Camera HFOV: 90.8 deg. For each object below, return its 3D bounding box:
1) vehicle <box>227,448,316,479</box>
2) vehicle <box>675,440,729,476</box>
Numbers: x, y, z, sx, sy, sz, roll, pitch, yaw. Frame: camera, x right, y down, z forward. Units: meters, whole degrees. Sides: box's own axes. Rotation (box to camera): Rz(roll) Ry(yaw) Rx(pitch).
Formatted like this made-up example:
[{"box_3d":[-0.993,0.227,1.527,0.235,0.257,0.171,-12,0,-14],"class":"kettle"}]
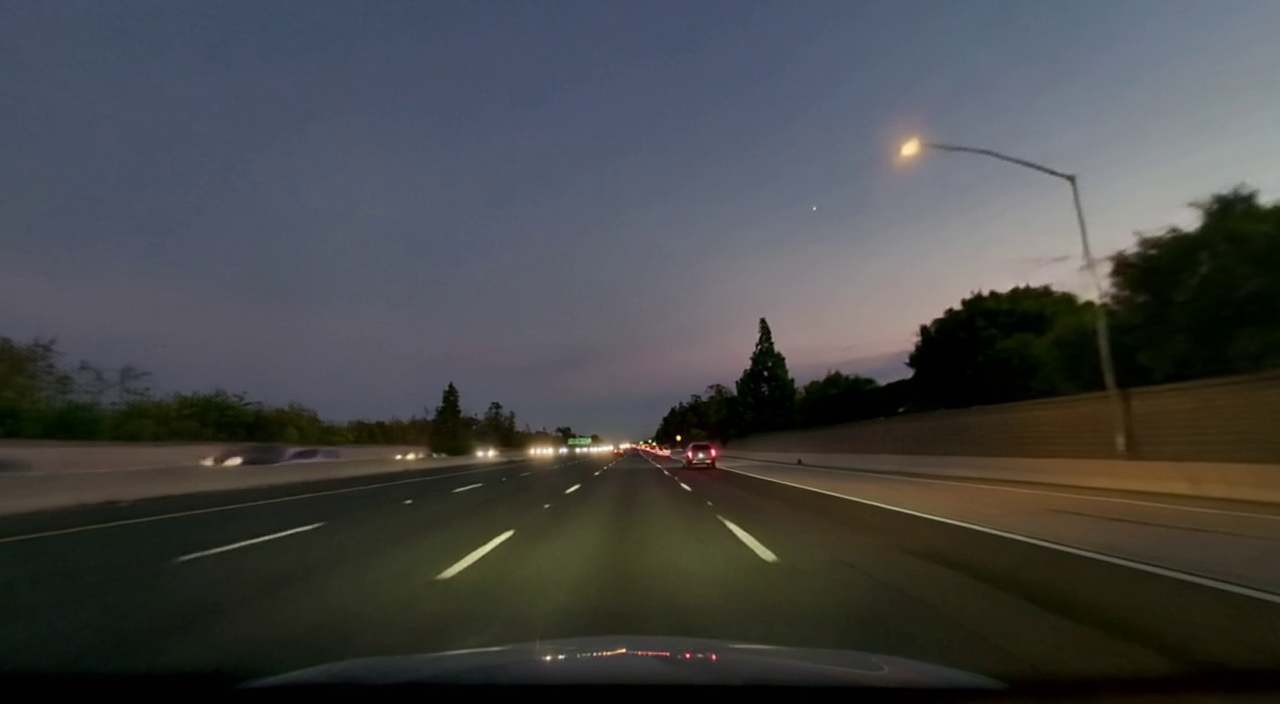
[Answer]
[{"box_3d":[-19.681,5.965,34.029,1.942,1.518,4.650,0,-9,0],"class":"vehicle"},{"box_3d":[3.029,5.299,31.907,2.130,1.677,4.317,0,-9,-2],"class":"vehicle"}]
